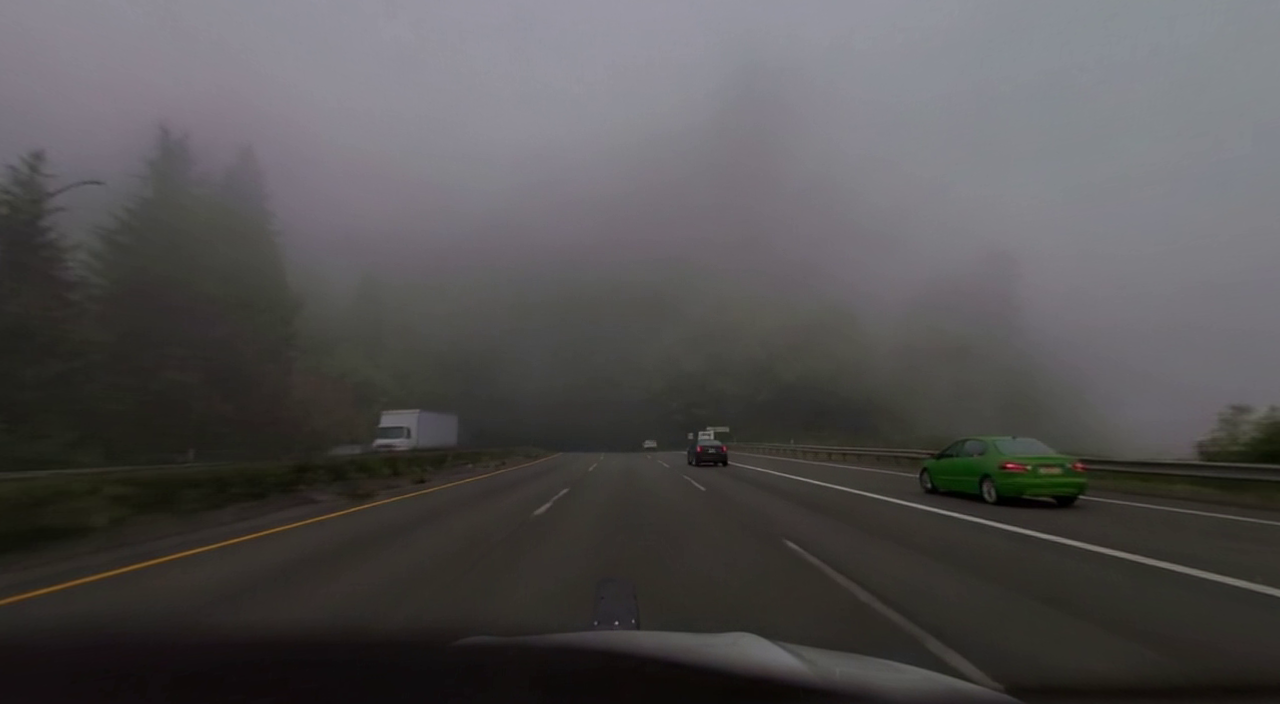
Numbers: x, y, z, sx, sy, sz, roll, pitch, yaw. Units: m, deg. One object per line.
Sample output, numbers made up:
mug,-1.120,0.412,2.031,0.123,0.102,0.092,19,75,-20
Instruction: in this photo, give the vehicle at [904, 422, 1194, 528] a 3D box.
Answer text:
vehicle,7.050,2.129,11.749,2.003,1.522,4.940,0,-8,-1

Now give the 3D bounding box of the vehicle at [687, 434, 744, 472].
vehicle,3.180,4.311,27.219,1.819,1.468,3.770,0,-8,-2

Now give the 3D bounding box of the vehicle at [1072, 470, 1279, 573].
vehicle,7.181,1.996,7.857,1.535,0.862,2.814,0,-8,-2
